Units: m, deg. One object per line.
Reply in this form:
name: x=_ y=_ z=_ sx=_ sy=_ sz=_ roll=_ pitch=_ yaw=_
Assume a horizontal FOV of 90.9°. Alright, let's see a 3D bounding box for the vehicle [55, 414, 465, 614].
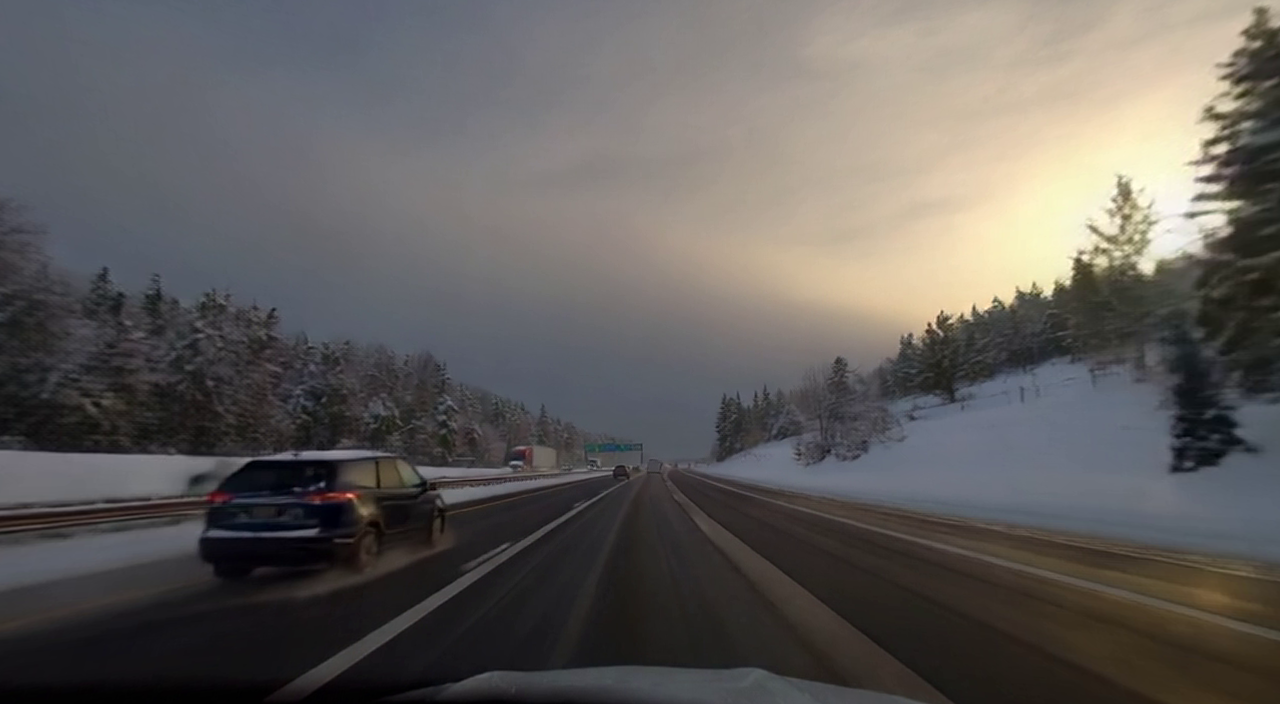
vehicle: x=-3.908 y=1.812 z=7.797 sx=2.053 sy=1.657 sz=4.725 roll=1 pitch=-10 yaw=0
